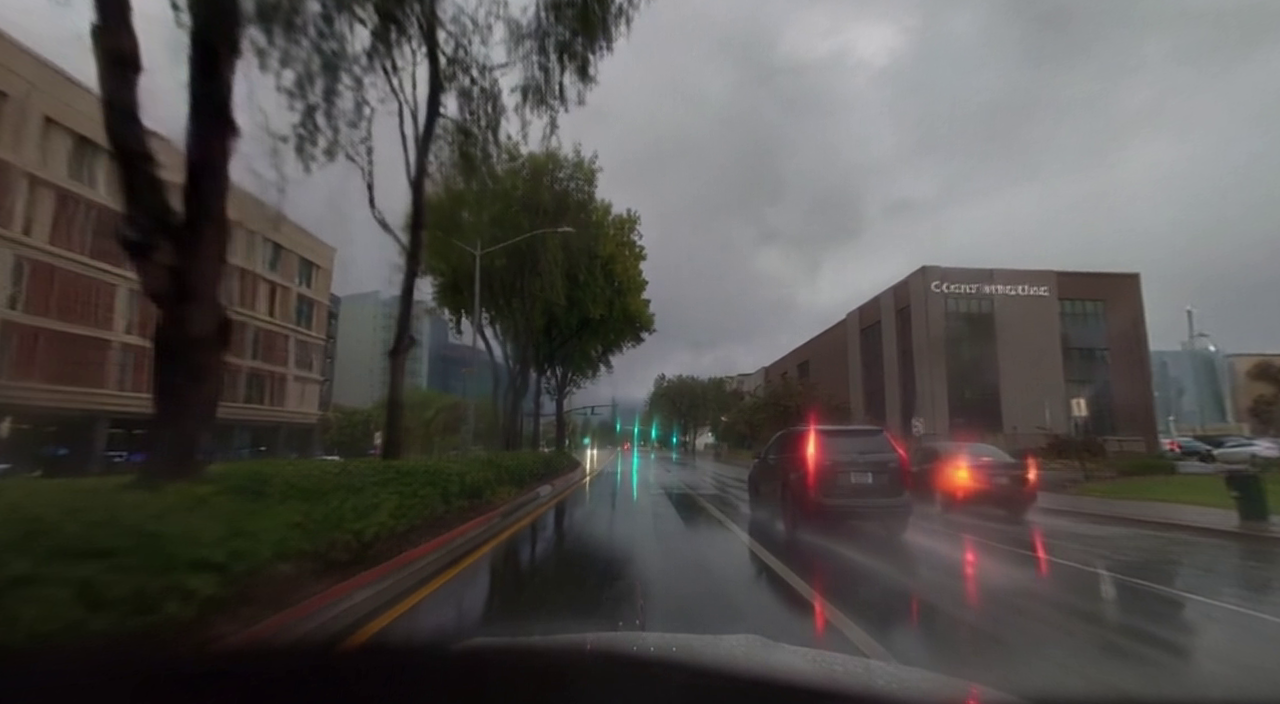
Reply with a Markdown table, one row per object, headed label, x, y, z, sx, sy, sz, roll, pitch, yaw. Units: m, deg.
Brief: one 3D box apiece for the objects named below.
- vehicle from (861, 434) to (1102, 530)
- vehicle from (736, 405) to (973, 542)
| label | x | y | z | sx | sy | sz | roll | pitch | yaw |
| --- | --- | --- | --- | --- | --- | --- | --- | --- | --- |
| vehicle | 6.408 | 2.483 | 12.798 | 2.088 | 1.524 | 5.085 | 0 | -9 | 1 |
| vehicle | 3.537 | 2.162 | 11.884 | 2.505 | 1.971 | 5.162 | 0 | -9 | -1 |
